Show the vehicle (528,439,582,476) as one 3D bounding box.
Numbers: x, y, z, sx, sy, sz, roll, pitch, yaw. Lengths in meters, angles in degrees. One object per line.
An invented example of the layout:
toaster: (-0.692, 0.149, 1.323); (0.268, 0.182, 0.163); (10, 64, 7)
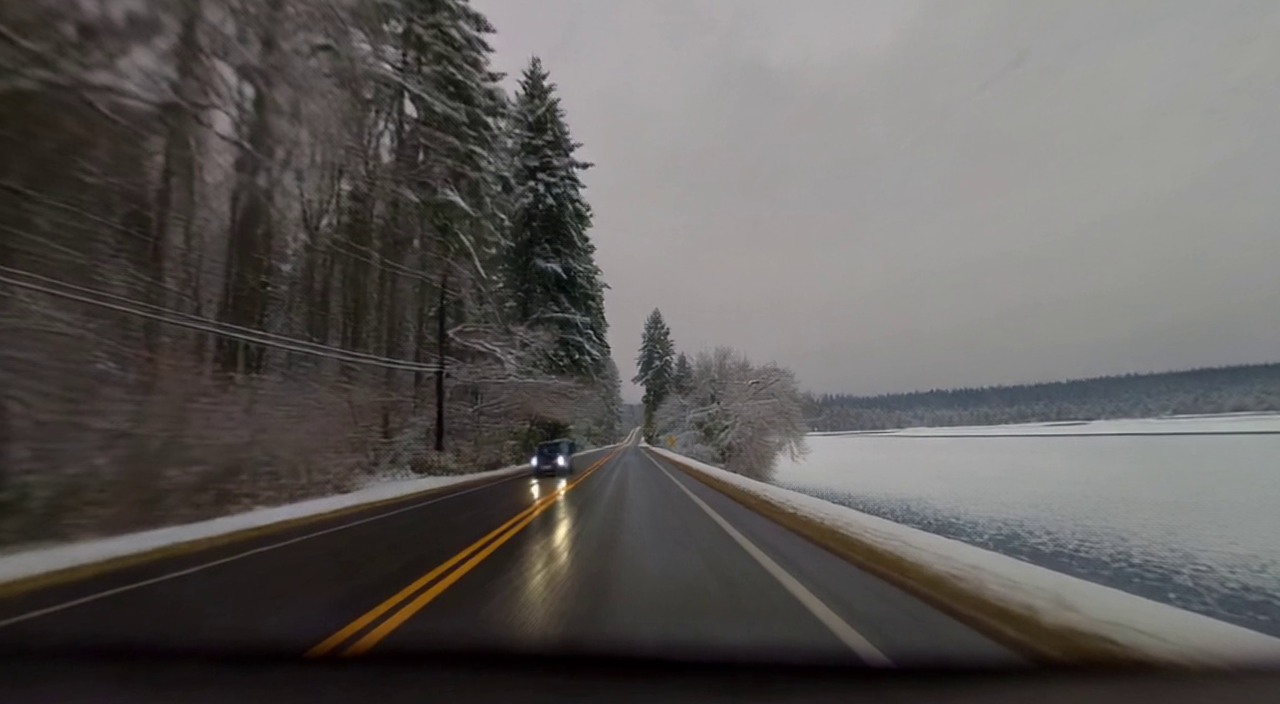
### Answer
vehicle: (-4.510, 5.690, 34.200); (2.228, 1.834, 4.621); (0, -9, 0)
